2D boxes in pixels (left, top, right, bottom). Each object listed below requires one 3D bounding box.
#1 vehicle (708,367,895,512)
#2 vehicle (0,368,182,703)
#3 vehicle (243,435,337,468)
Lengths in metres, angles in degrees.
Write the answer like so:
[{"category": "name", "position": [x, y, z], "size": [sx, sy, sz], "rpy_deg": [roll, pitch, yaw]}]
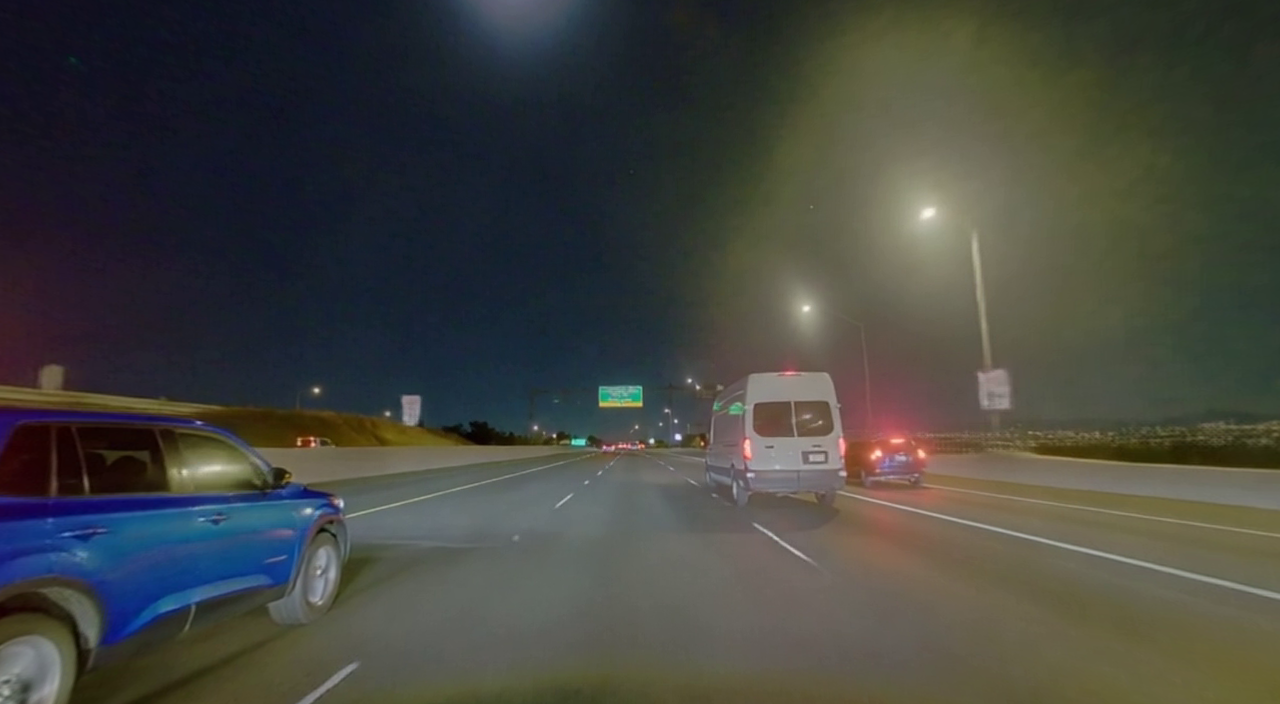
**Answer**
[{"category": "vehicle", "position": [3.398, 2.134, 15.304], "size": [2.629, 2.718, 6.740], "rpy_deg": [0, -8, -1]}, {"category": "vehicle", "position": [-3.916, 0.754, 1.852], "size": [2.000, 1.646, 4.201], "rpy_deg": [0, -8, -1]}, {"category": "vehicle", "position": [-17.972, 5.153, 32.775], "size": [2.044, 1.573, 4.964], "rpy_deg": [0, -8, 0]}]
